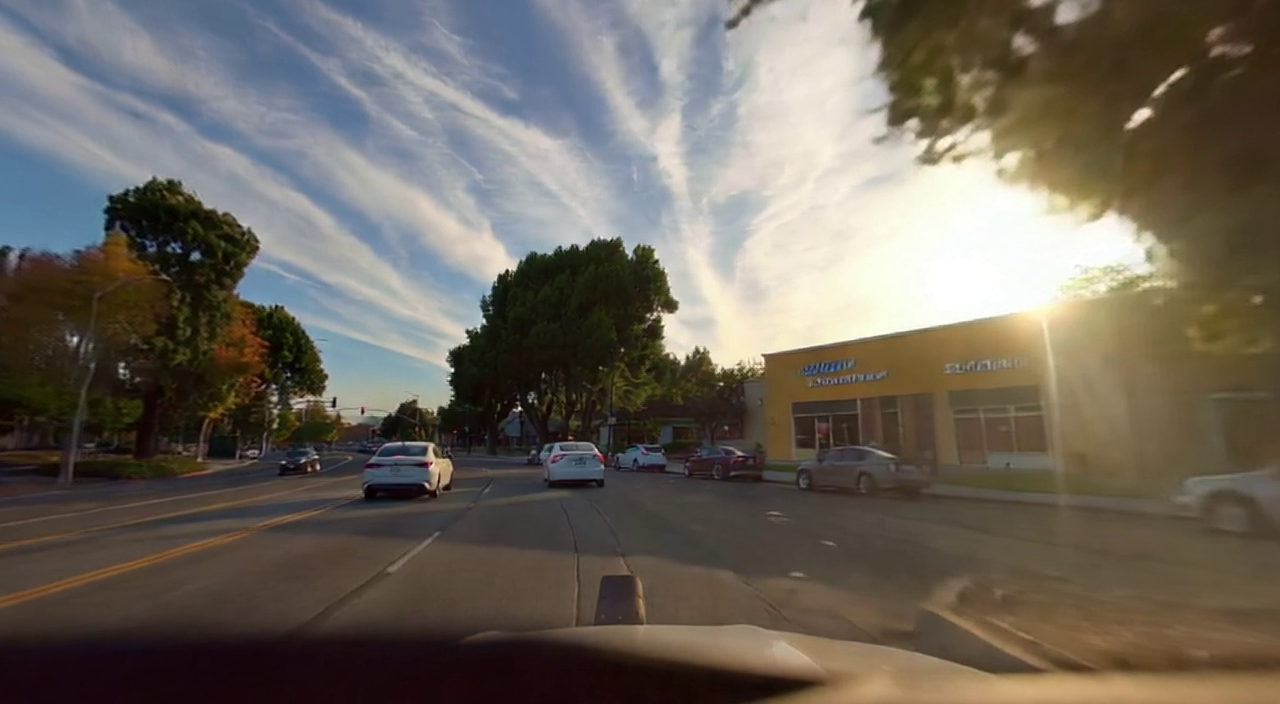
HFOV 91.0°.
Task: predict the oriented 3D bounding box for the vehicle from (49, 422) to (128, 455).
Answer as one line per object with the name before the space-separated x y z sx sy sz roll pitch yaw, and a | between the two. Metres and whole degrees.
vehicle | -42.464 6.759 48.661 2.430 2.266 6.029 6 -10 -20

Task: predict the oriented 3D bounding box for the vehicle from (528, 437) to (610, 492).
vehicle | -2.322 3.437 19.572 2.001 1.483 4.442 2 -9 -13

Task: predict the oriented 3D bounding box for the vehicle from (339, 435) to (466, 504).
vehicle | -5.819 2.916 16.134 2.105 1.477 4.857 1 -9 -9

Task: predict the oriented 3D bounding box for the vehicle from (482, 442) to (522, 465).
vehicle | -9.344 6.782 42.320 1.920 1.416 4.310 3 -9 -21

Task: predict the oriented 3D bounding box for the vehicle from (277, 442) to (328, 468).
vehicle | -20.926 6.373 39.230 2.000 1.477 4.346 3 -9 -18

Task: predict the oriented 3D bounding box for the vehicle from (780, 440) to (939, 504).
vehicle | 5.929 3.251 17.578 1.952 1.547 4.091 3 -9 -21

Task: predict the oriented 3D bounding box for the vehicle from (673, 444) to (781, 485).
vehicle | 3.322 4.451 25.281 2.038 1.446 4.896 4 -9 -23

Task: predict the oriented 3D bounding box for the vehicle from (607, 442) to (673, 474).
vehicle | -0.087 5.485 32.800 1.905 1.537 4.276 4 -9 -23

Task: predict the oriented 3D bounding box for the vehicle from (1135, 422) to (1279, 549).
vehicle | 9.903 1.771 8.280 2.095 1.697 4.801 3 -9 -20
